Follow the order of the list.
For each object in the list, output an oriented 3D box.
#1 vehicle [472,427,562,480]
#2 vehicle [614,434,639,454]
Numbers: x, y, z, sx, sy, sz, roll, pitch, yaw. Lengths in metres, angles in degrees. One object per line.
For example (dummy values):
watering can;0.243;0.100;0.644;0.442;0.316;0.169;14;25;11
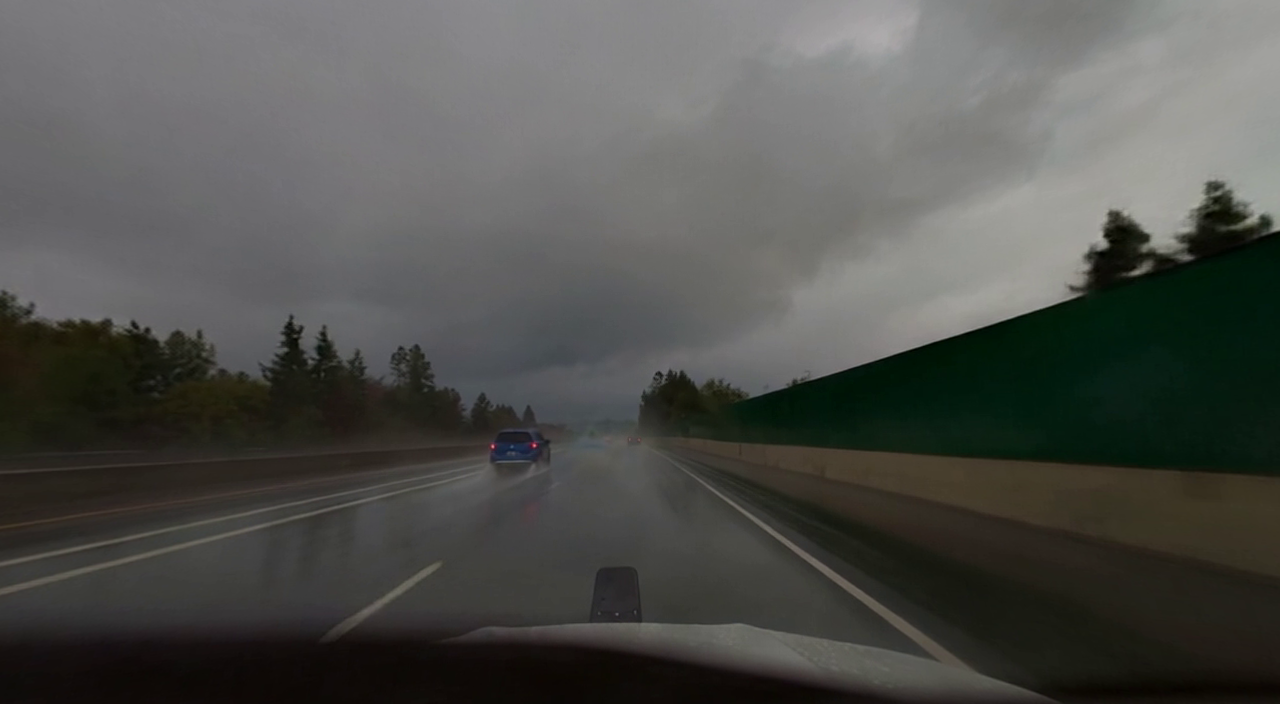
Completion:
vehicle;-3.953;3.343;21.140;2.072;1.545;4.767;0;-8;0
vehicle;-0.989;7.024;48.326;1.836;1.450;3.519;0;-8;-1
